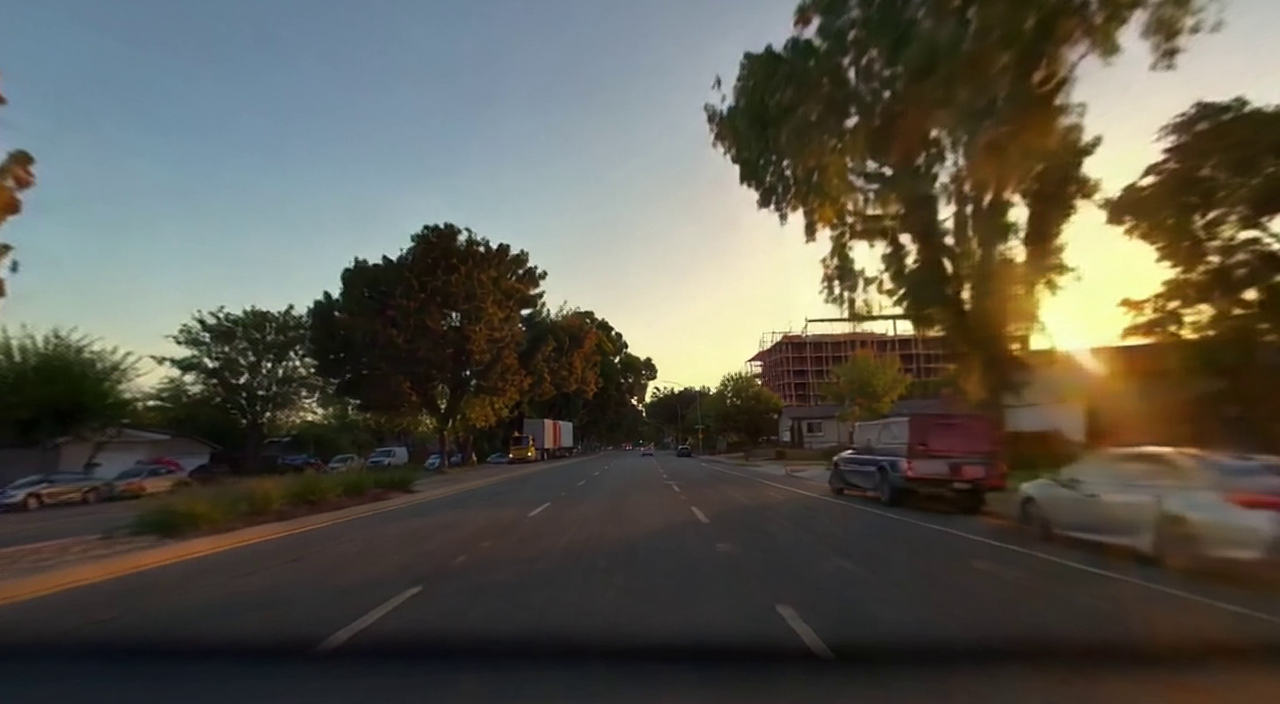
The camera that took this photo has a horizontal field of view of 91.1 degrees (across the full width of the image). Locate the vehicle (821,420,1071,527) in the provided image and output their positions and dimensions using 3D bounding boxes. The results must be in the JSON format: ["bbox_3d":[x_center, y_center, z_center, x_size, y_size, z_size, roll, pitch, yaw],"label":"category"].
[{"bbox_3d":[6.434,2.662,14.602,2.513,1.890,6.666,0,-8,0],"label":"vehicle"}]

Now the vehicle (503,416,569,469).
[{"bbox_3d":[-7.485,6.794,46.879,3.032,3.524,9.640,0,-8,2],"label":"vehicle"}]

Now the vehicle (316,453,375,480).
[{"bbox_3d":[-21.706,8.464,46.485,2.168,1.800,4.603,0,-8,-1],"label":"vehicle"}]

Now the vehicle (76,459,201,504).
[{"bbox_3d":[-22.730,5.836,28.737,2.006,1.755,4.476,0,-8,0],"label":"vehicle"}]

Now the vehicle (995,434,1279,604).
[{"bbox_3d":[6.467,1.734,7.372,1.860,1.467,4.576,0,-8,-1],"label":"vehicle"}]

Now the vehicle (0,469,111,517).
[{"bbox_3d":[-22.761,5.193,23.497,1.862,1.458,4.701,0,-8,-2],"label":"vehicle"}]

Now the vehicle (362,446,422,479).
[{"bbox_3d":[-18.376,8.129,46.777,2.154,1.987,5.836,-5,-7,-2],"label":"vehicle"}]
